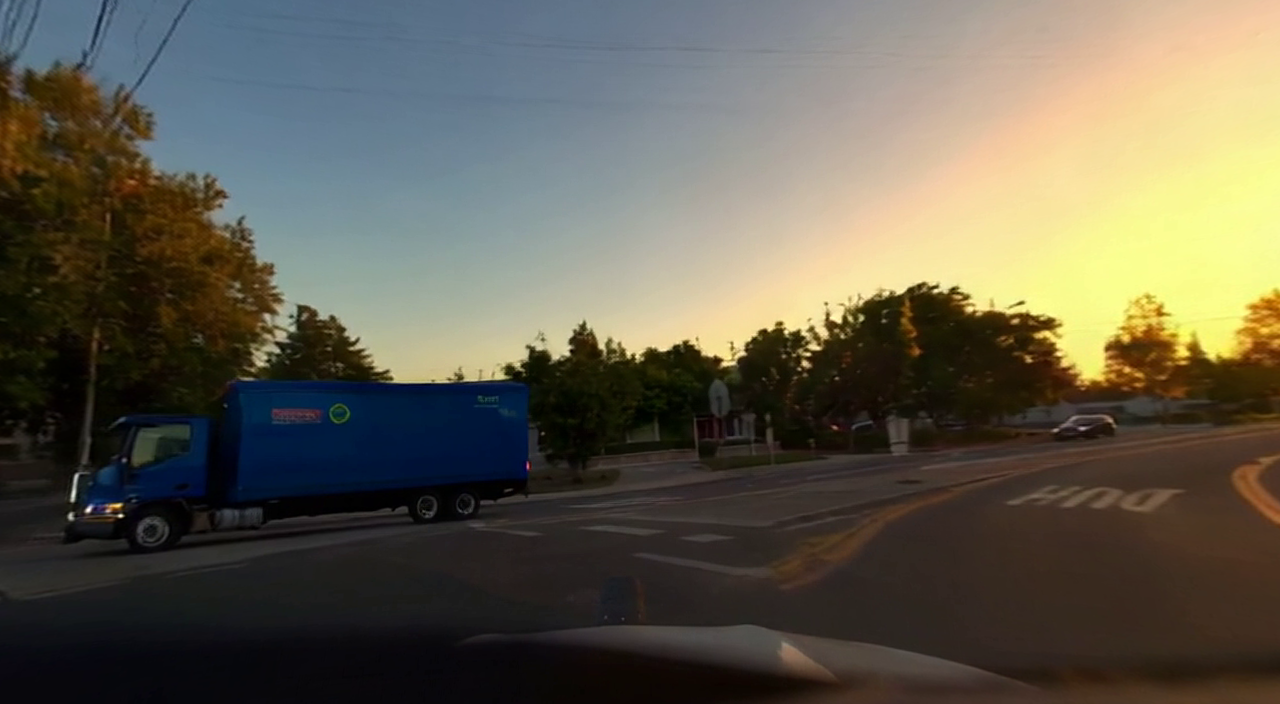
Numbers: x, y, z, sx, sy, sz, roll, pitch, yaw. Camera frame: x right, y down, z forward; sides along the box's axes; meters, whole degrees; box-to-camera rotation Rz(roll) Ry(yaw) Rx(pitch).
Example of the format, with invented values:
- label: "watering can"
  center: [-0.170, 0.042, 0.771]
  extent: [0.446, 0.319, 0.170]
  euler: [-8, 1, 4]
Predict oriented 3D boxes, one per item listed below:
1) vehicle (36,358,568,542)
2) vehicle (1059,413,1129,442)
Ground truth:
- label: "vehicle"
  center: [-6.747, 2.168, 14.396]
  extent: [9.680, 3.326, 2.838]
  euler: [3, -9, -19]
- label: "vehicle"
  center: [25.867, 4.328, 35.731]
  extent: [4.075, 1.523, 1.837]
  euler: [5, -10, -34]
